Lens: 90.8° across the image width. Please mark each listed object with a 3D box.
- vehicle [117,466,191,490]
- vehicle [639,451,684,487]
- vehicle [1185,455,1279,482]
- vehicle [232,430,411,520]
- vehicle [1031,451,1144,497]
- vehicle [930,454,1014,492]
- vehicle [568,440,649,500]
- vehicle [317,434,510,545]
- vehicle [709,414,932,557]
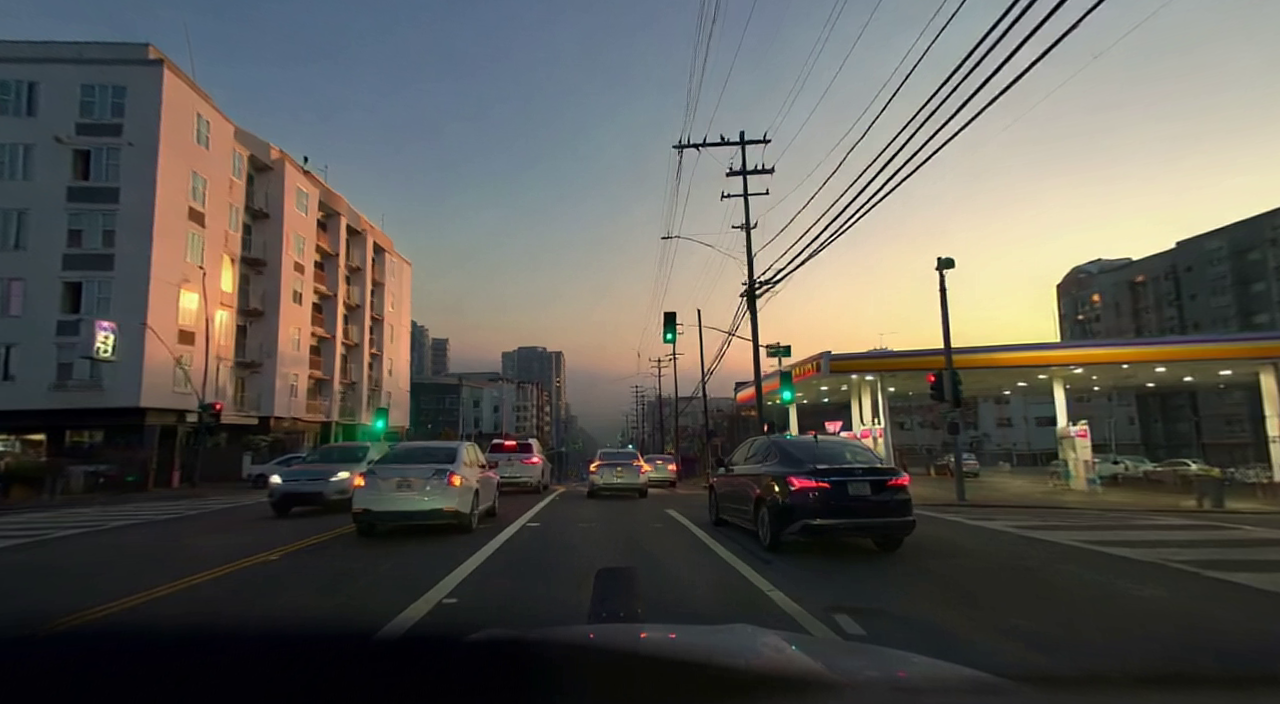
[{"bbox_3d":[-31.135,8.079,40.481,4.380,1.372,1.760,-6,-10,23],"label":"vehicle"},{"bbox_3d":[1.068,6.208,33.830,1.953,1.687,4.094,0,-8,-4],"label":"vehicle"},{"bbox_3d":[35.345,6.817,37.204,4.573,1.474,2.080,0,-8,-3],"label":"vehicle"},{"bbox_3d":[-7.064,2.749,14.656,2.069,1.735,4.240,0,-8,-3],"label":"vehicle"},{"bbox_3d":[20.238,5.493,28.813,1.878,1.680,4.244,-2,-7,-2],"label":"vehicle"},{"bbox_3d":[14.773,5.379,28.429,1.959,1.482,4.664,-2,-9,11],"label":"vehicle"},{"bbox_3d":[-0.862,3.244,17.794,1.999,1.487,3.939,0,-8,-2],"label":"vehicle"},{"bbox_3d":[-3.492,2.162,10.710,1.932,1.458,4.330,0,-8,-4],"label":"vehicle"},{"bbox_3d":[2.364,1.875,9.572,1.945,1.647,4.160,0,-8,-3],"label":"vehicle"}]
